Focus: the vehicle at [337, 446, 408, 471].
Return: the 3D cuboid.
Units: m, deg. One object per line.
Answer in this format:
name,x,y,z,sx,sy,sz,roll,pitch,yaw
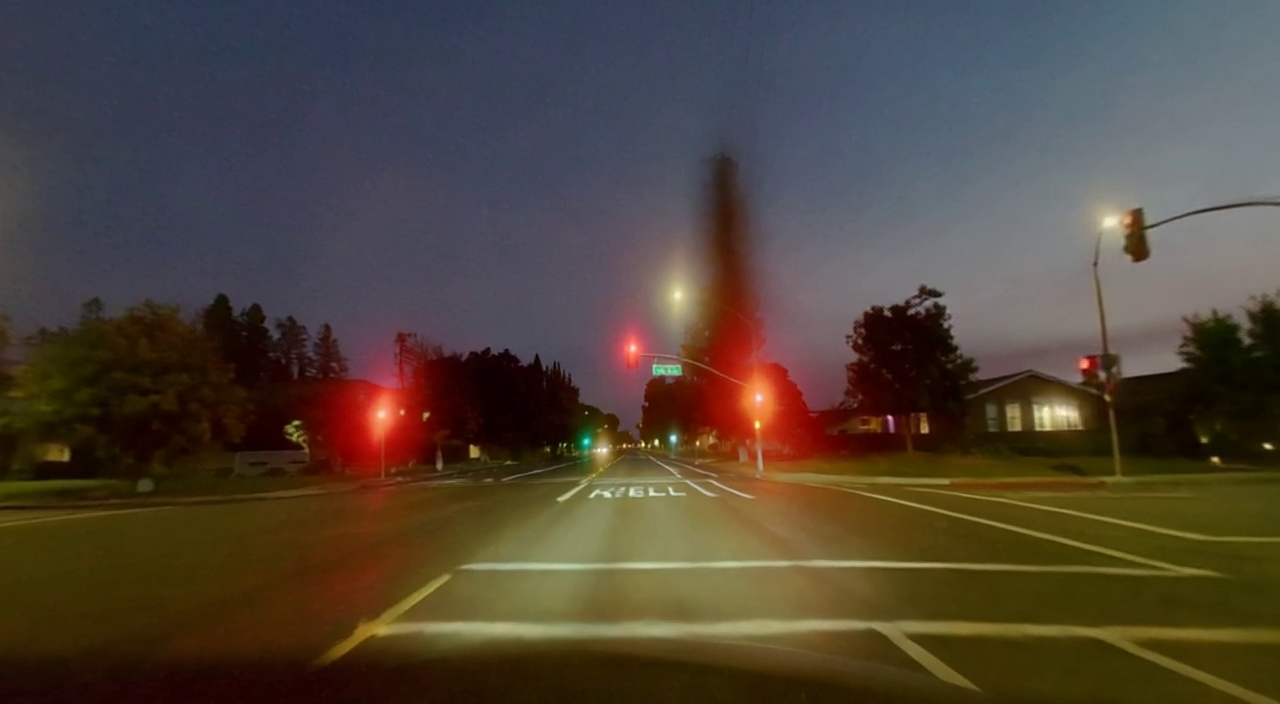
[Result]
vehicle,-18.807,7.463,44.518,4.115,1.699,1.848,0,-8,-1
